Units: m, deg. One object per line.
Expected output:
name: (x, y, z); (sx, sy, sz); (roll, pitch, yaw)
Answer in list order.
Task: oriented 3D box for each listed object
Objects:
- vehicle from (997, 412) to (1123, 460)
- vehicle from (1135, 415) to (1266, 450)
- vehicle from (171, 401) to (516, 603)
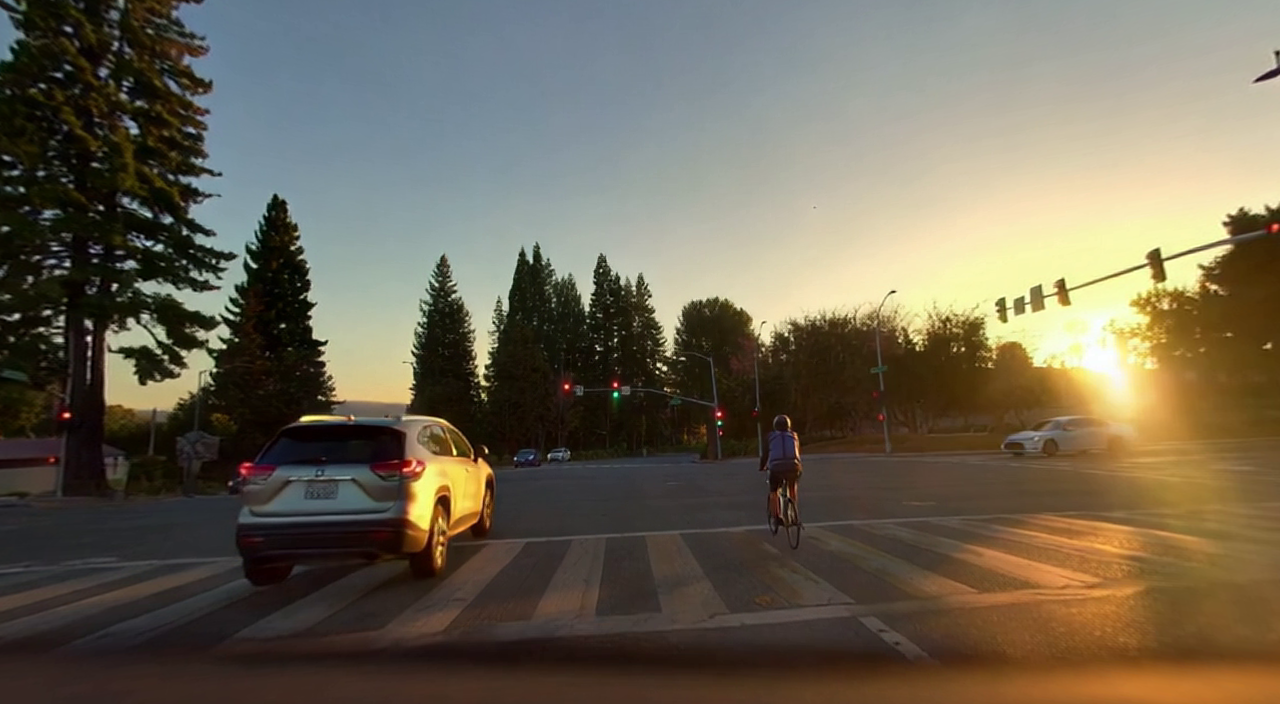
vehicle: (18.582, 3.729, 27.996); (4.237, 1.948, 1.997); (0, -9, -9)
vehicle: (25.745, 3.748, 29.024); (4.716, 1.507, 1.904); (2, -9, -11)
vehicle: (-3.059, 1.658, 7.904); (2.049, 1.756, 4.602); (0, -8, 0)
